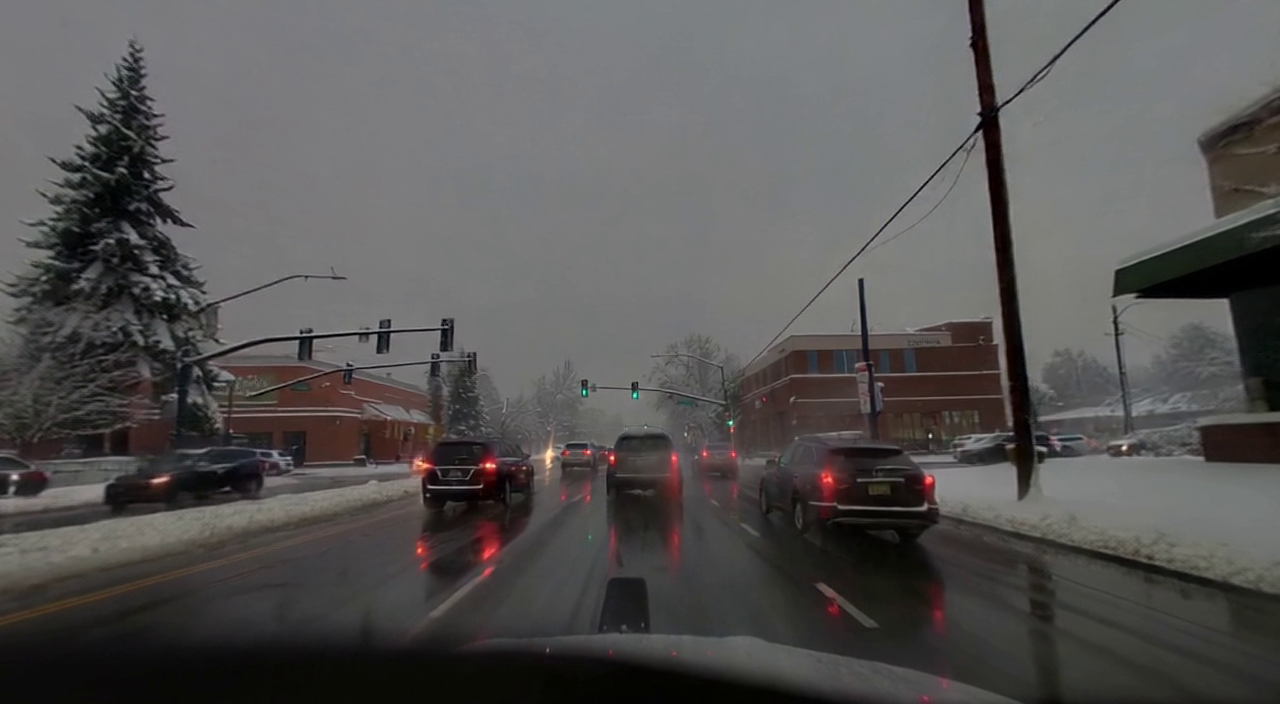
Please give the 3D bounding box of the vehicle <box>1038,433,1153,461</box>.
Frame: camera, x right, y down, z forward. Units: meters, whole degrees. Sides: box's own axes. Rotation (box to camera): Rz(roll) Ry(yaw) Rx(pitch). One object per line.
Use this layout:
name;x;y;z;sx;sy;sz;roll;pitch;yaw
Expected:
vehicle;25.358;5.315;35.255;4.736;1.526;1.878;-1;-8;9

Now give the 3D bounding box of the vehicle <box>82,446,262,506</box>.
vehicle;-14.853;3.916;20.475;2.099;1.696;4.746;0;-8;1

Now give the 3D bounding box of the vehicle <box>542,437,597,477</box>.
vehicle;-3.089;4.694;28.303;1.894;1.642;3.861;0;-8;2

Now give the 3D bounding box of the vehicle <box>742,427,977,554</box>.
vehicle;2.968;1.980;9.733;2.030;1.492;4.383;0;-8;0

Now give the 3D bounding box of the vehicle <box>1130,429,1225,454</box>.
vehicle;37.334;6.237;43.889;4.409;1.696;2.180;-2;-9;13

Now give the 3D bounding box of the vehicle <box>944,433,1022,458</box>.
vehicle;23.416;6.411;43.154;4.236;1.617;1.832;-1;-9;9

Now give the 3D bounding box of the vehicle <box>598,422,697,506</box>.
vehicle;0.194;2.671;15.400;2.075;1.770;4.018;0;-8;1

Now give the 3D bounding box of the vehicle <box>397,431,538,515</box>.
vehicle;-3.669;2.657;14.321;1.886;1.599;4.247;0;-8;2
